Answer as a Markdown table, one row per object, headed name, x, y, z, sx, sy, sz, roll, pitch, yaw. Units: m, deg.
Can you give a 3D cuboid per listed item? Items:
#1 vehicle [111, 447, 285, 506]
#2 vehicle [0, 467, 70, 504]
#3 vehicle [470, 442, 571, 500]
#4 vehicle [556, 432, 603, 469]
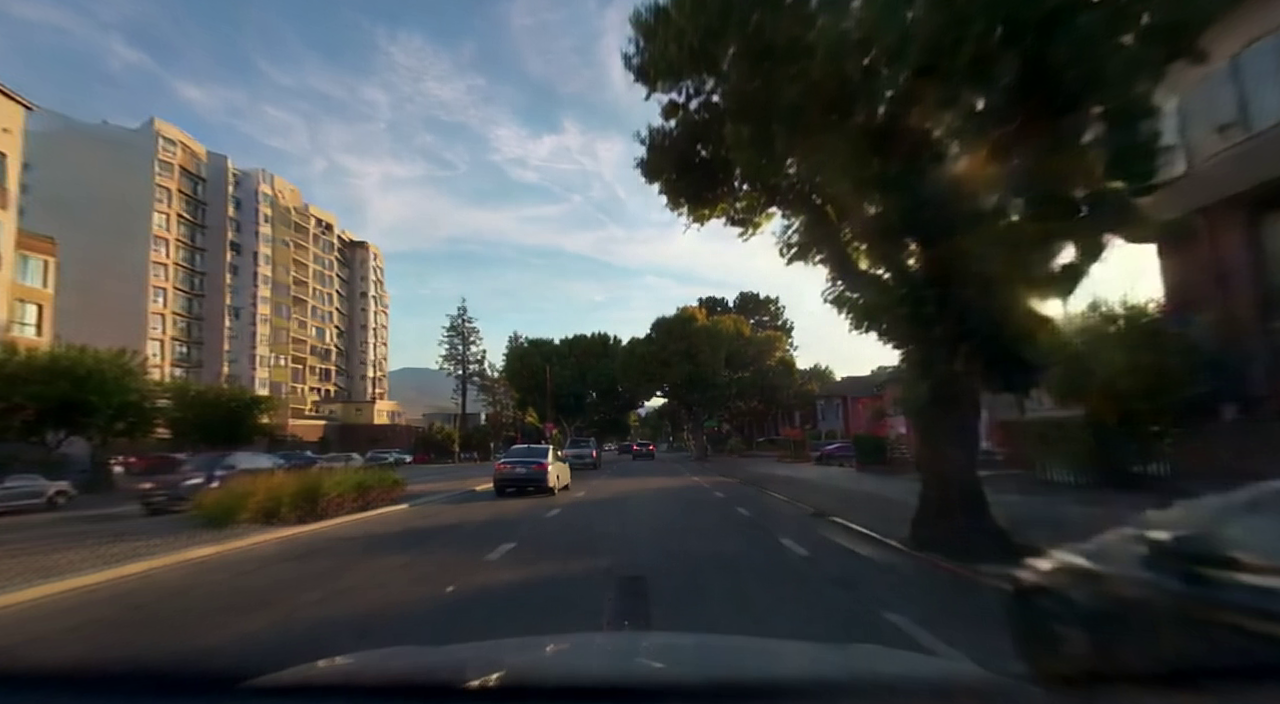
| name | x | y | z | sx | sy | sz | roll | pitch | yaw |
| --- | --- | --- | --- | --- | --- | --- | --- | --- | --- |
| vehicle | -13.868 | 3.887 | 20.240 | 2.036 | 1.649 | 4.664 | -1 | -9 | 3 |
| vehicle | -28.116 | 5.873 | 27.871 | 3.891 | 1.483 | 1.884 | 0 | -9 | 0 |
| vehicle | -3.157 | 3.240 | 17.596 | 1.959 | 1.406 | 4.272 | 0 | -9 | 0 |
| vehicle | -3.333 | 5.580 | 35.812 | 2.152 | 1.987 | 4.527 | 0 | -9 | 1 |
